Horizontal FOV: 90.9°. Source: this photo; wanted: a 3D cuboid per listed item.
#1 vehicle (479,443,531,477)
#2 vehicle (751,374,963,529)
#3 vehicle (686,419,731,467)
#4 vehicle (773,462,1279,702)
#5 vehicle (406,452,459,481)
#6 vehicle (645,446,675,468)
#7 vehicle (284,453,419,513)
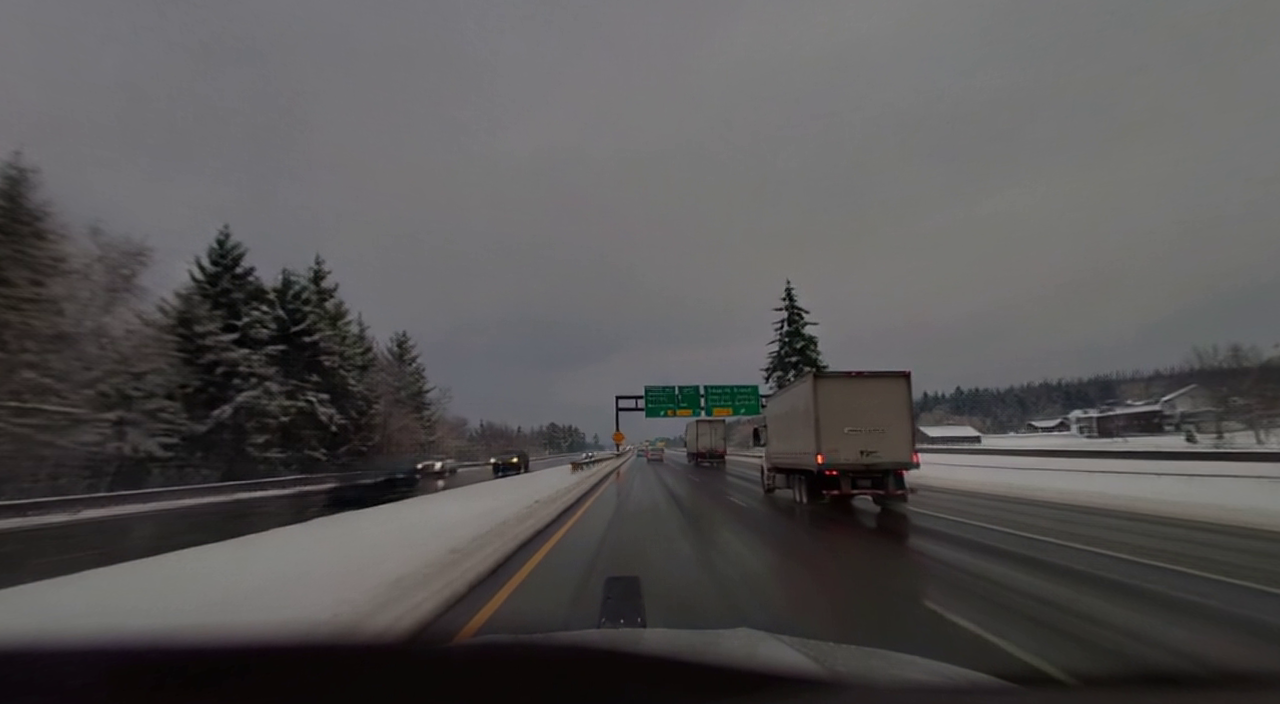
[{"bbox_3d":[-8.718,6.960,41.039,2.174,1.978,5.226,-2,-9,1],"label":"vehicle"},{"bbox_3d":[4.449,2.238,14.453,2.569,2.783,5.984,0,-9,-1],"label":"vehicle"},{"bbox_3d":[5.075,6.959,48.012,2.743,3.367,7.306,0,-9,1],"label":"vehicle"},{"bbox_3d":[4.574,2.125,8.318,2.472,1.036,13.239,0,-9,-2],"label":"vehicle"},{"bbox_3d":[-12.672,6.998,38.674,1.873,1.559,3.979,-3,-9,1],"label":"vehicle"},{"bbox_3d":[1.406,7.589,45.711,2.049,1.500,3.790,0,-9,1],"label":"vehicle"},{"bbox_3d":[-8.579,3.907,19.280,1.943,1.467,4.591,-2,-9,1],"label":"vehicle"}]
